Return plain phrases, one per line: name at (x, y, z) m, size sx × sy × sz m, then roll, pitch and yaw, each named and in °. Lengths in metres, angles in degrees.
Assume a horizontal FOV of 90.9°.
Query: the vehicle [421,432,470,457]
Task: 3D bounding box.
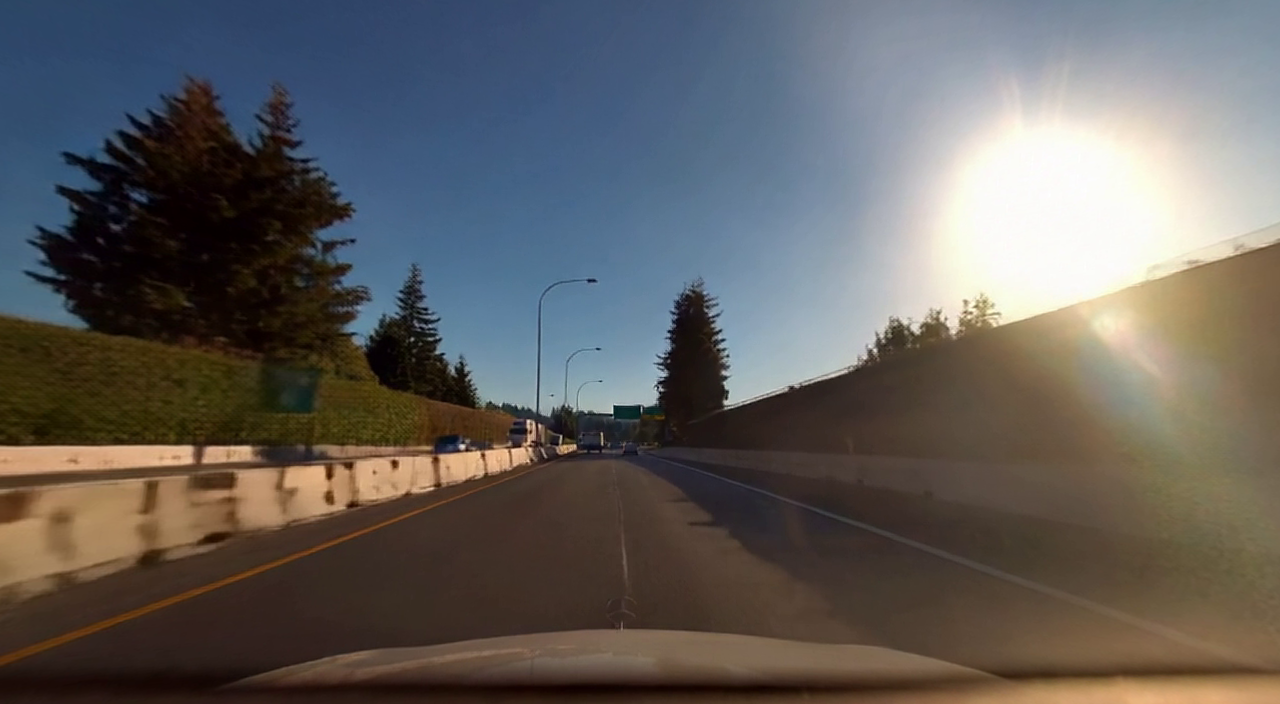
vehicle at (-13.319, 6.362, 43.435) m, size 1.984 × 1.639 × 4.528 m, roll 0°, pitch -8°, yaw -1°
